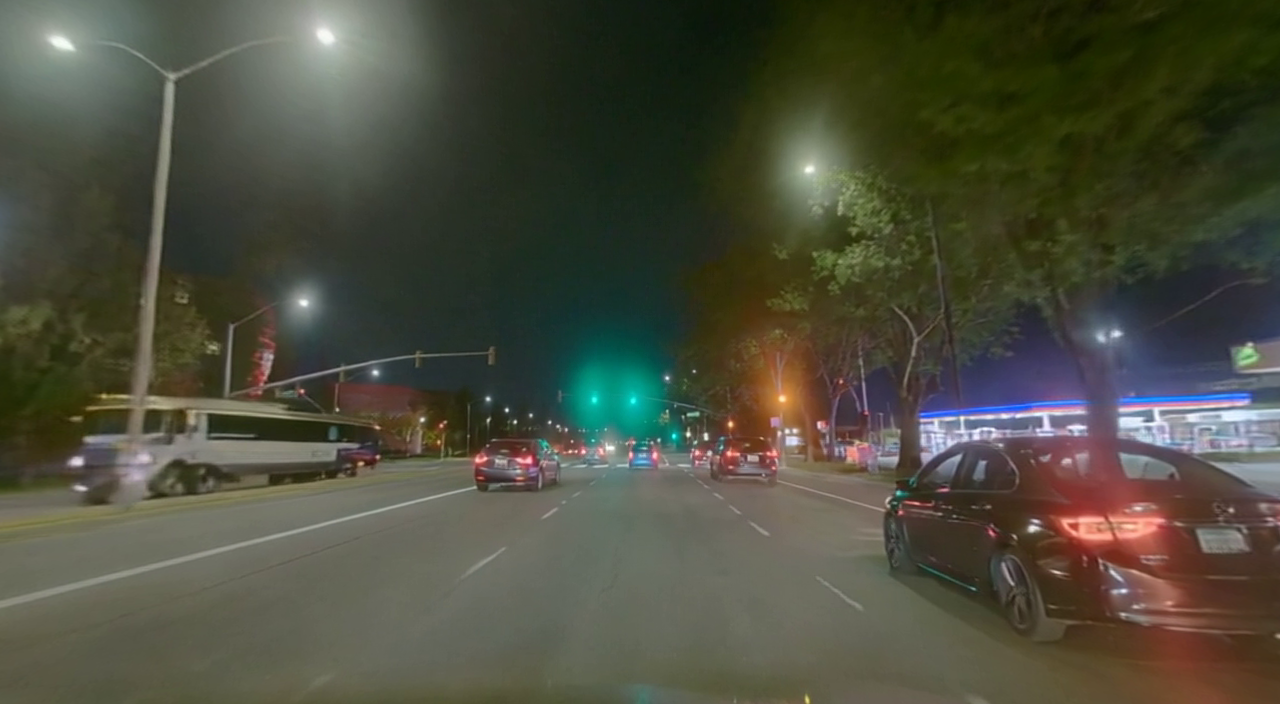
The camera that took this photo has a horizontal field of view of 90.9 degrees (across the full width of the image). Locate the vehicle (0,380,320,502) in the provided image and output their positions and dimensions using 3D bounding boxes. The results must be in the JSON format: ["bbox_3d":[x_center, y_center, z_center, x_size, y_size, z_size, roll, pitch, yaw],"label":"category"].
[{"bbox_3d":[-15.942,3.202,22.649,3.228,3.319,10.706,0,-8,0],"label":"vehicle"}]

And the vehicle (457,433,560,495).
[{"bbox_3d":[-3.695,3.231,18.552,2.023,1.607,4.086,0,-8,2],"label":"vehicle"}]

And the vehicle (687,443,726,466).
[{"bbox_3d":[4.337,6.757,41.857,2.174,1.462,4.400,0,-8,1],"label":"vehicle"}]

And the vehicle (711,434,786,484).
[{"bbox_3d":[3.884,3.894,23.279,2.022,1.683,4.171,0,-8,0],"label":"vehicle"}]

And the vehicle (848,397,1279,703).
[{"bbox_3d":[3.483,1.277,4.974,2.038,1.499,4.868,0,-8,0],"label":"vehicle"}]

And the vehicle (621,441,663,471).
[{"bbox_3d":[0.126,5.451,33.291,2.104,1.477,4.591,0,-8,1],"label":"vehicle"}]

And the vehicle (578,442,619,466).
[{"bbox_3d":[-2.563,6.452,40.082,2.192,1.463,4.211,0,-8,2],"label":"vehicle"}]
